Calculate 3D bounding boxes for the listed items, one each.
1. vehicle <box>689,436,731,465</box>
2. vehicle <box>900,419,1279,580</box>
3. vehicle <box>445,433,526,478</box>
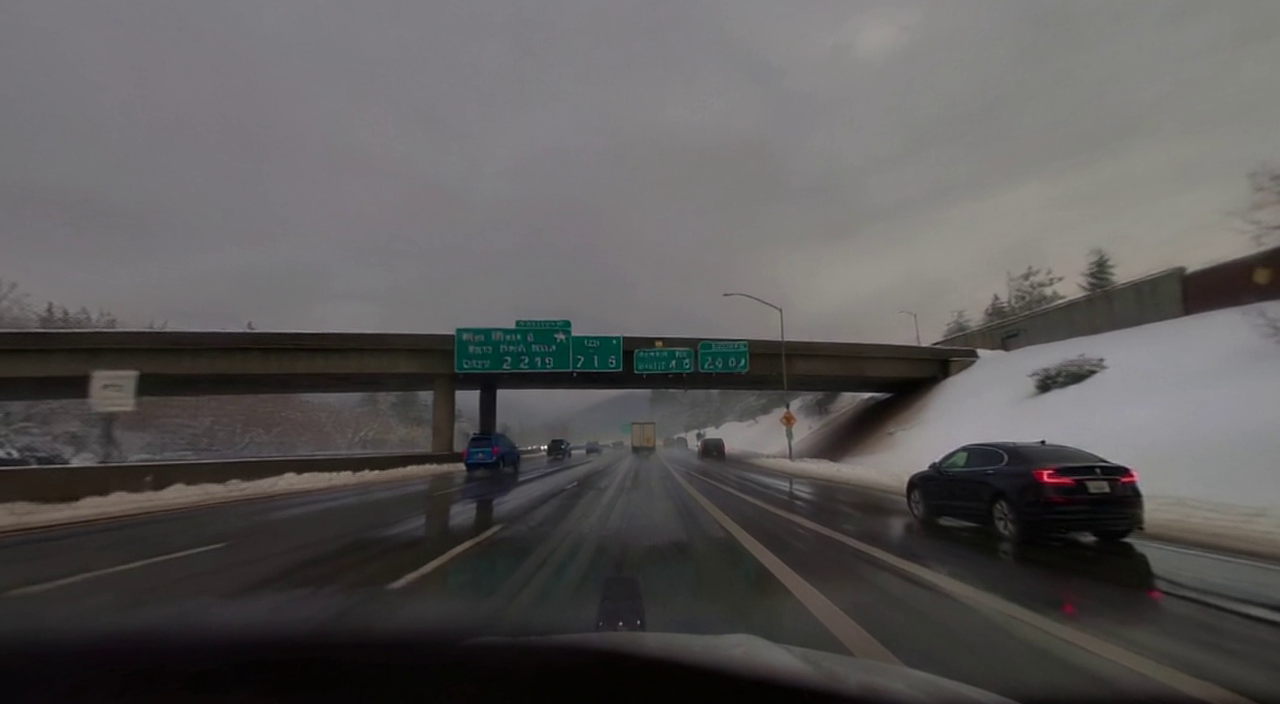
[{"bbox_3d":[4.784,6.848,43.911,2.220,1.898,4.752,0,-9,-2],"label":"vehicle"},{"bbox_3d":[5.519,1.747,8.319,2.075,1.510,4.569,0,-9,-2],"label":"vehicle"},{"bbox_3d":[-6.523,4.440,27.243,2.179,1.753,4.999,0,-9,0],"label":"vehicle"}]
